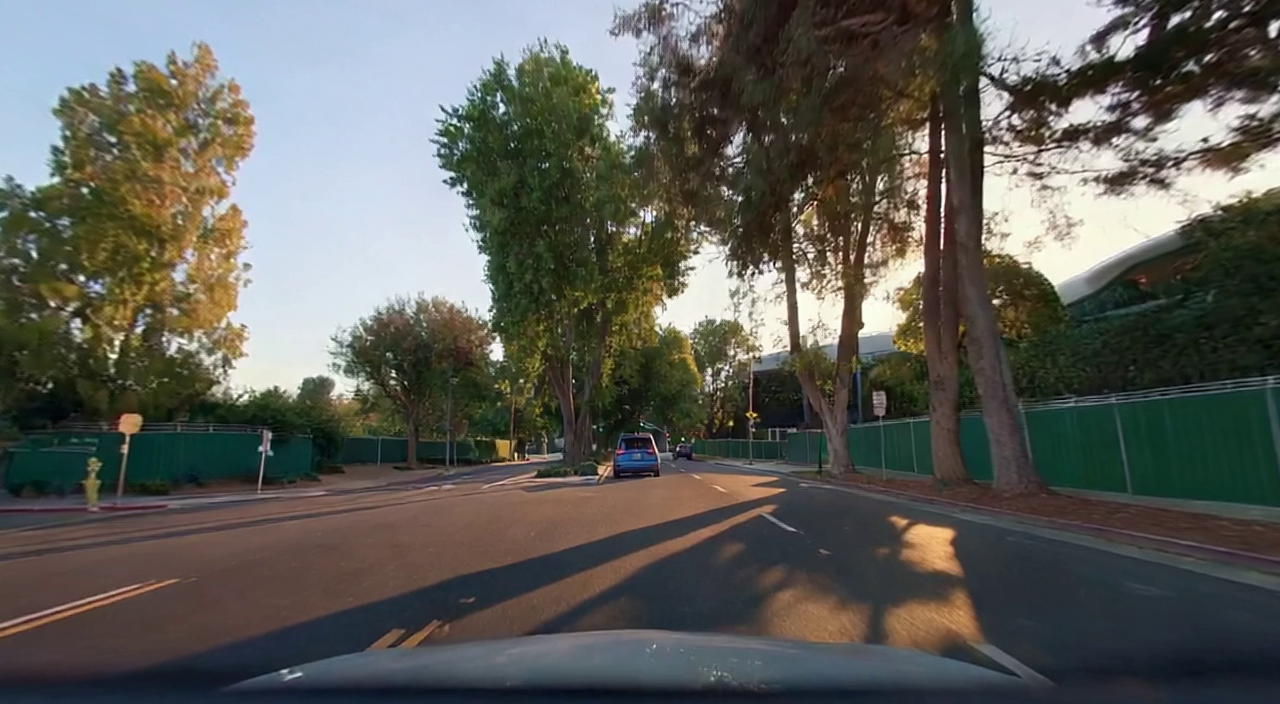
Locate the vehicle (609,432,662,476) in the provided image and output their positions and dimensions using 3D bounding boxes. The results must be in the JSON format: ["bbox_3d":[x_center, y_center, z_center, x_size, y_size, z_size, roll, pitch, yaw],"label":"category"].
[{"bbox_3d":[-0.215,4.942,30.679,2.386,1.947,4.168,0,-9,-1],"label":"vehicle"}]
